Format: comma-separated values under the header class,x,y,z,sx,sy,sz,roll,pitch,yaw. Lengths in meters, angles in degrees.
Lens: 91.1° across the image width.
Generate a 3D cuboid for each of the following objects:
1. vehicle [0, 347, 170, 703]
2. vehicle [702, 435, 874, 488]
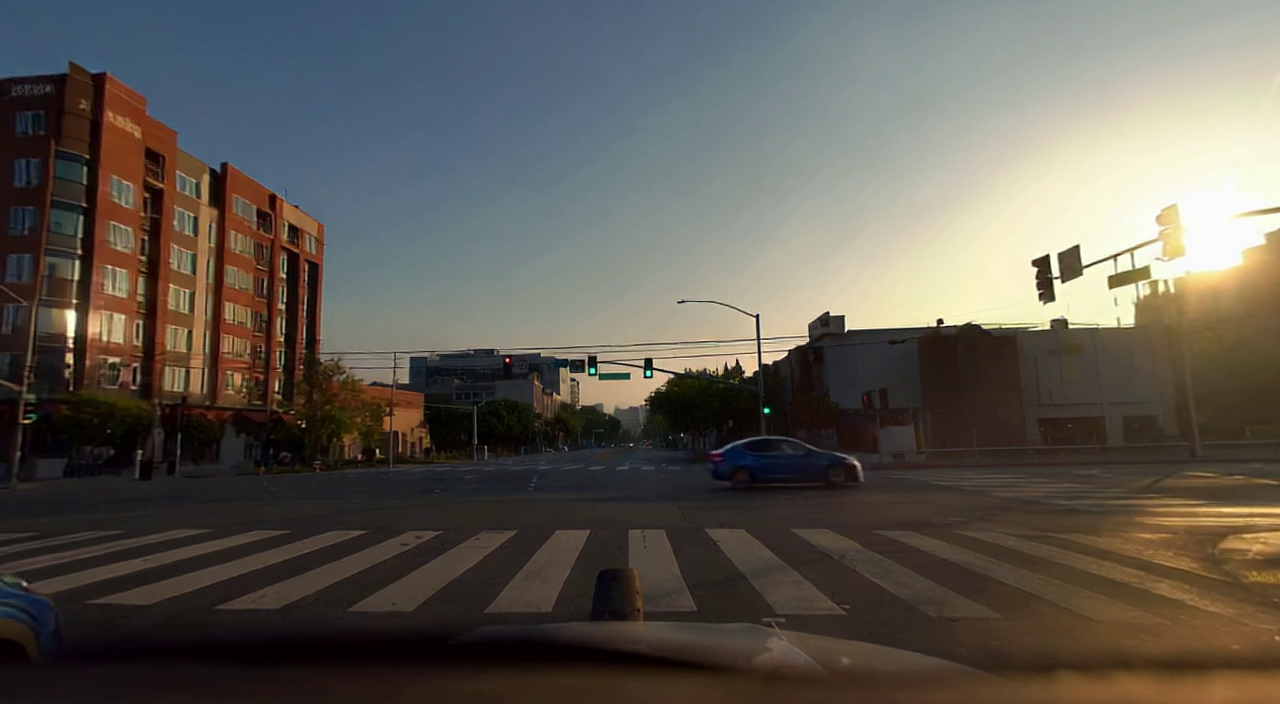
class,x,y,z,sx,sy,sz,roll,pitch,yaw
vehicle,-3.629,0.615,1.060,2.109,1.692,4.587,0,-8,0
vehicle,4.205,3.197,18.479,4.551,1.454,1.941,0,-8,0
